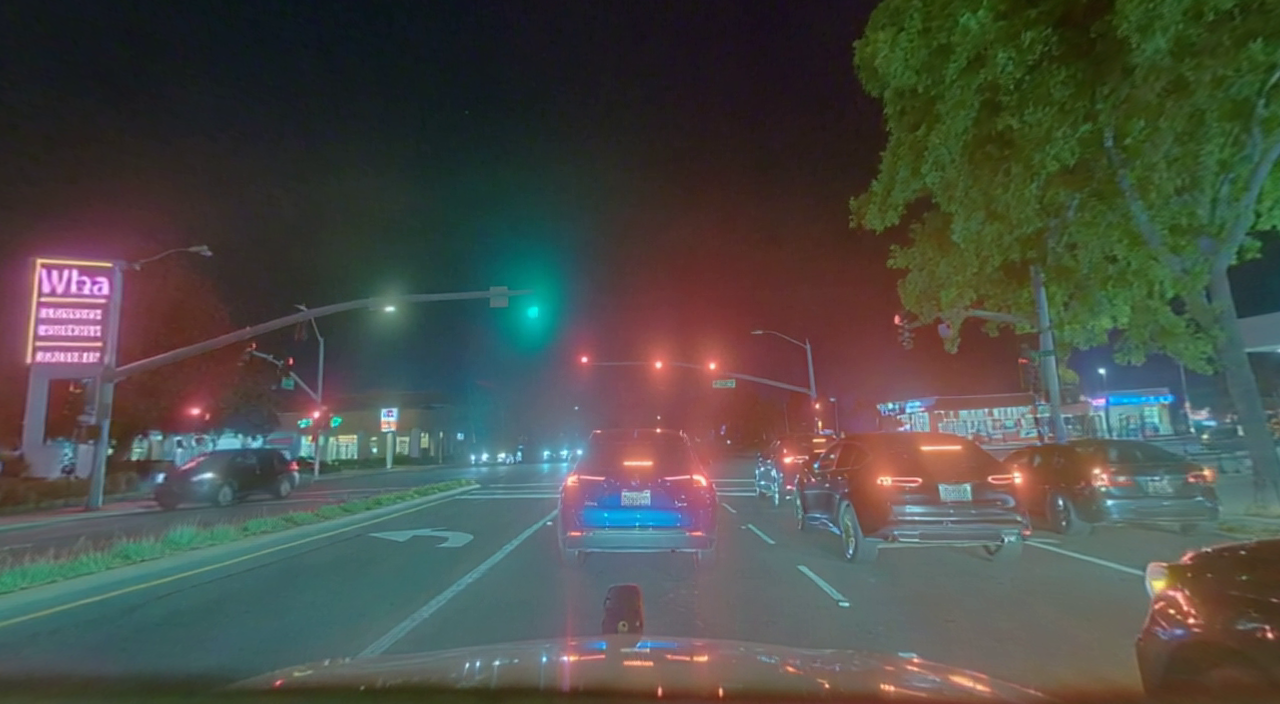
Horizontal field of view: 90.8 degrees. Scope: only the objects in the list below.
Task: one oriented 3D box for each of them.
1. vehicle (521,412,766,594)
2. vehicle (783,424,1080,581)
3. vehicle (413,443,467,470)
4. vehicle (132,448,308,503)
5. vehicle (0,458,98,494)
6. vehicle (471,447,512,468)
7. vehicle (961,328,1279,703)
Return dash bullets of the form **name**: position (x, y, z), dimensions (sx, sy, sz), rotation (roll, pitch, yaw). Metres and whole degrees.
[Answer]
- **vehicle**: position (0.006, 1.617, 7.514), dimensions (2.154, 1.577, 3.723), rotation (0, -9, -1)
- **vehicle**: position (3.321, 1.780, 8.293), dimensions (1.865, 1.496, 4.170), rotation (0, -9, 0)
- **vehicle**: position (-15.076, 7.889, 48.044), dimensions (2.395, 1.903, 4.860), rotation (-1, -9, 2)
- **vehicle**: position (-13.927, 4.046, 21.218), dimensions (2.269, 1.604, 4.265), rotation (-6, -10, 31)
- **vehicle**: position (-27.235, 5.493, 28.062), dimensions (4.285, 1.427, 1.883), rotation (3, -9, -23)
- **vehicle**: position (-11.273, 7.999, 48.248), dimensions (2.099, 1.478, 4.411), rotation (0, -9, 0)
- **vehicle**: position (2.984, 0.708, 1.568), dimensions (2.075, 1.661, 4.401), rotation (0, -9, 1)
